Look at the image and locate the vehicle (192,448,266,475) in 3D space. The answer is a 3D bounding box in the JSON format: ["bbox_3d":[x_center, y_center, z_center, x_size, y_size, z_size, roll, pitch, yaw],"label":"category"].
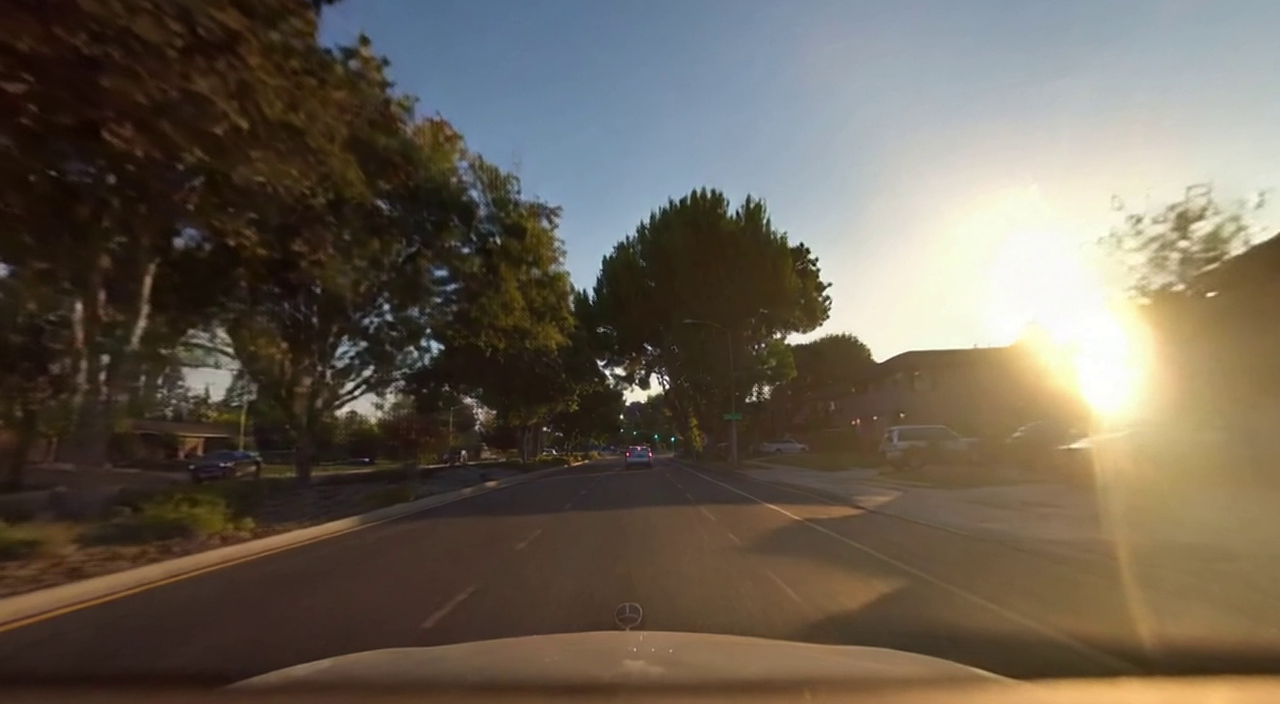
[{"bbox_3d":[-24.067,6.402,36.900,1.892,1.455,3.564,0,-8,1],"label":"vehicle"}]

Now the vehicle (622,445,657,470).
[{"bbox_3d":[-0.031,6.507,38.902,2.054,1.456,4.003,0,-9,0],"label":"vehicle"}]

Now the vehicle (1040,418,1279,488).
[{"bbox_3d":[12.374,2.337,14.587,4.787,1.494,1.887,0,-9,1],"label":"vehicle"}]

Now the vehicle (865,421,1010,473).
[{"bbox_3d":[12.232,3.955,26.106,4.923,2.019,1.985,0,-9,2],"label":"vehicle"}]
